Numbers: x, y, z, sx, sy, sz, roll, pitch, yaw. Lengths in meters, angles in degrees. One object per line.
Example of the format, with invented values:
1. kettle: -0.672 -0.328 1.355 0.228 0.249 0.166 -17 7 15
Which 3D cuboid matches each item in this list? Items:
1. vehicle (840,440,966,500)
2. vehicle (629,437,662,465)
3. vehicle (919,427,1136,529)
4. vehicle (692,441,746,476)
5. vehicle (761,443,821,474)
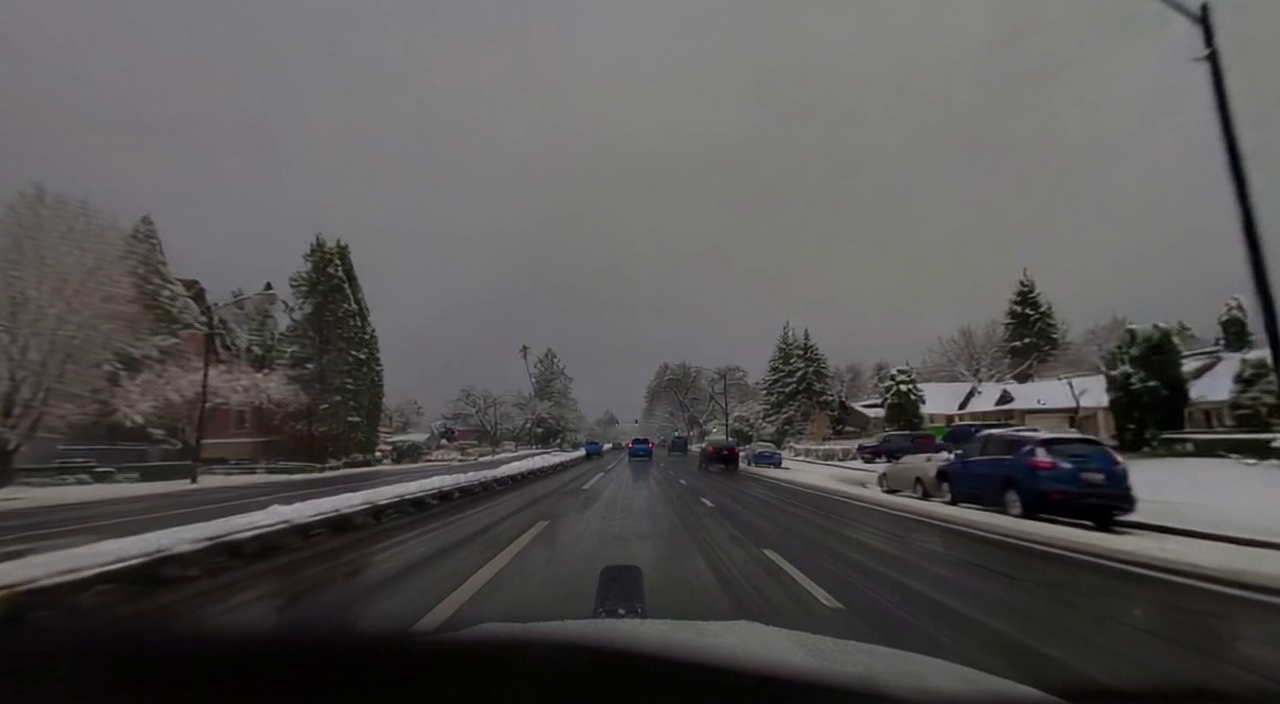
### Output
1. vehicle: 7.733 3.478 19.114 1.913 1.566 4.354 0 -8 0
2. vehicle: 0.337 6.617 42.221 2.043 1.734 4.253 0 -8 -2
3. vehicle: 7.725 2.515 13.168 1.933 1.759 3.900 0 -8 -1
4. vehicle: 3.491 4.781 28.549 1.830 1.451 4.009 0 -8 -1
5. vehicle: 7.732 5.499 32.854 1.965 1.486 4.707 0 -8 0
